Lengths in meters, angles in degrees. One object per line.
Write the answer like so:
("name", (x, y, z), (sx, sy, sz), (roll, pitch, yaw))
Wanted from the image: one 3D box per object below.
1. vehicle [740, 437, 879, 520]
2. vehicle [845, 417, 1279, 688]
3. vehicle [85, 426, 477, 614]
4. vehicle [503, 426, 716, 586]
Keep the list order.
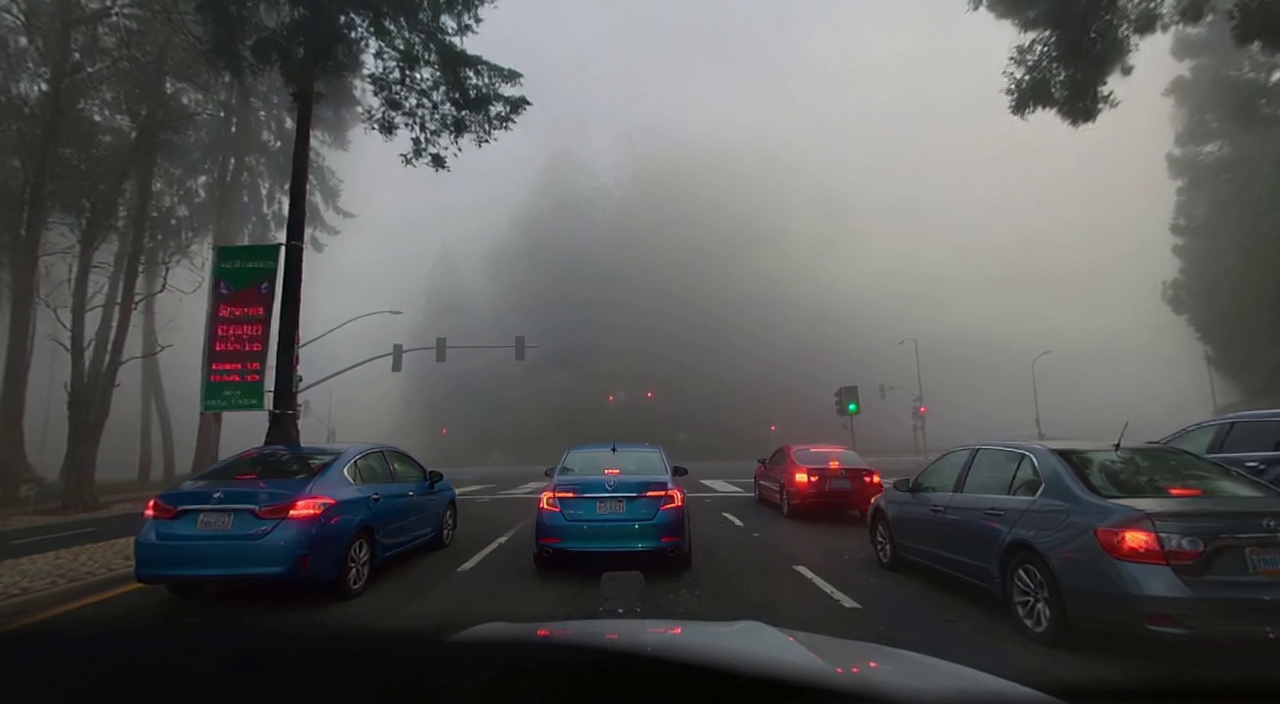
("vehicle", (3.397, 2.610, 13.489), (1.852, 1.498, 3.825), (0, -9, -1))
("vehicle", (3.598, 1.439, 5.761), (1.953, 1.471, 4.470), (0, -9, 0))
("vehicle", (-3.362, 1.638, 7.081), (1.929, 1.457, 4.136), (0, -9, 0))
("vehicle", (-0.311, 1.729, 7.823), (1.994, 1.479, 3.647), (0, -9, -1))
